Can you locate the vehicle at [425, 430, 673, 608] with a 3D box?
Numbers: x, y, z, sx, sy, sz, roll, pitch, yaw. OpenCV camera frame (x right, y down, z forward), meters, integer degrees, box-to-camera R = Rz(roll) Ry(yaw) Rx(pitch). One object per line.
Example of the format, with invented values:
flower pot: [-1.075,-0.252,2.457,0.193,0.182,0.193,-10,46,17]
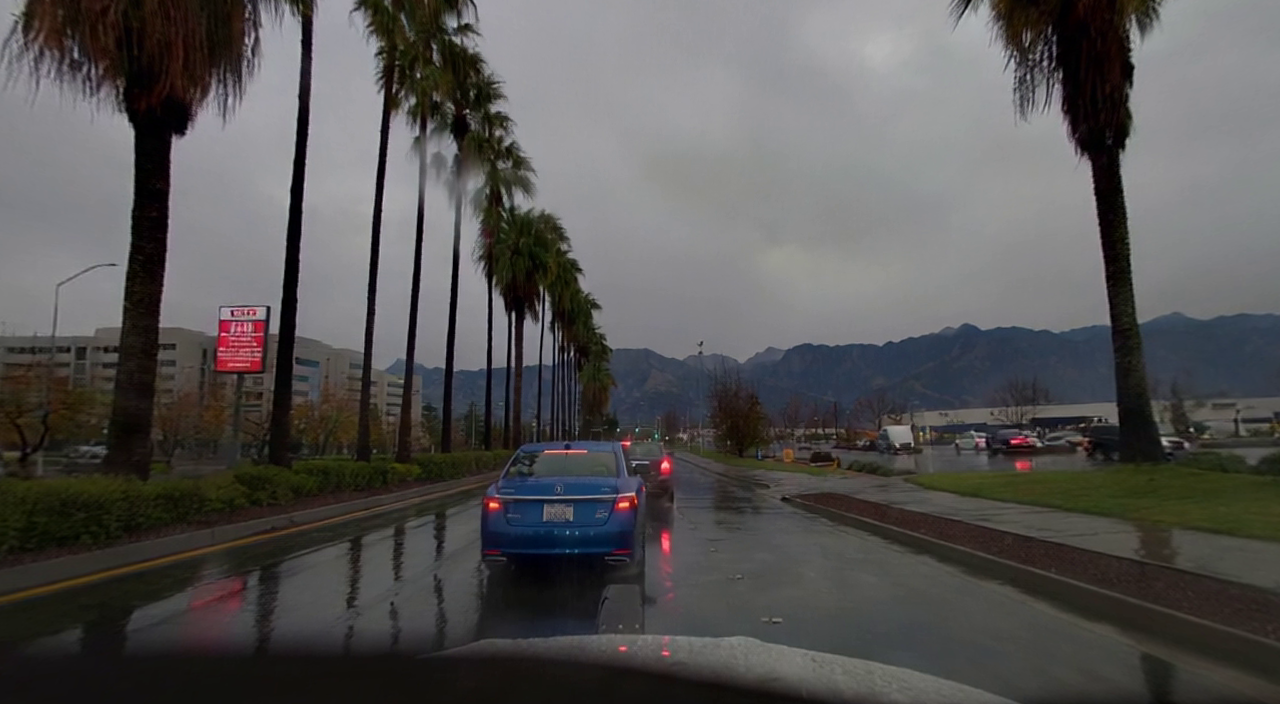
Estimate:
vehicle: [-0.829,1.686,7.307,2.067,1.459,3.886,0,-8,-2]

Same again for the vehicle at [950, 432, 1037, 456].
vehicle: [23.677,6.187,42.389,4.640,1.526,1.961,0,-8,-4]

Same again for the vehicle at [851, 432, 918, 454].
vehicle: [19.208,7.198,49.801,1.925,1.652,4.490,6,-10,-34]
